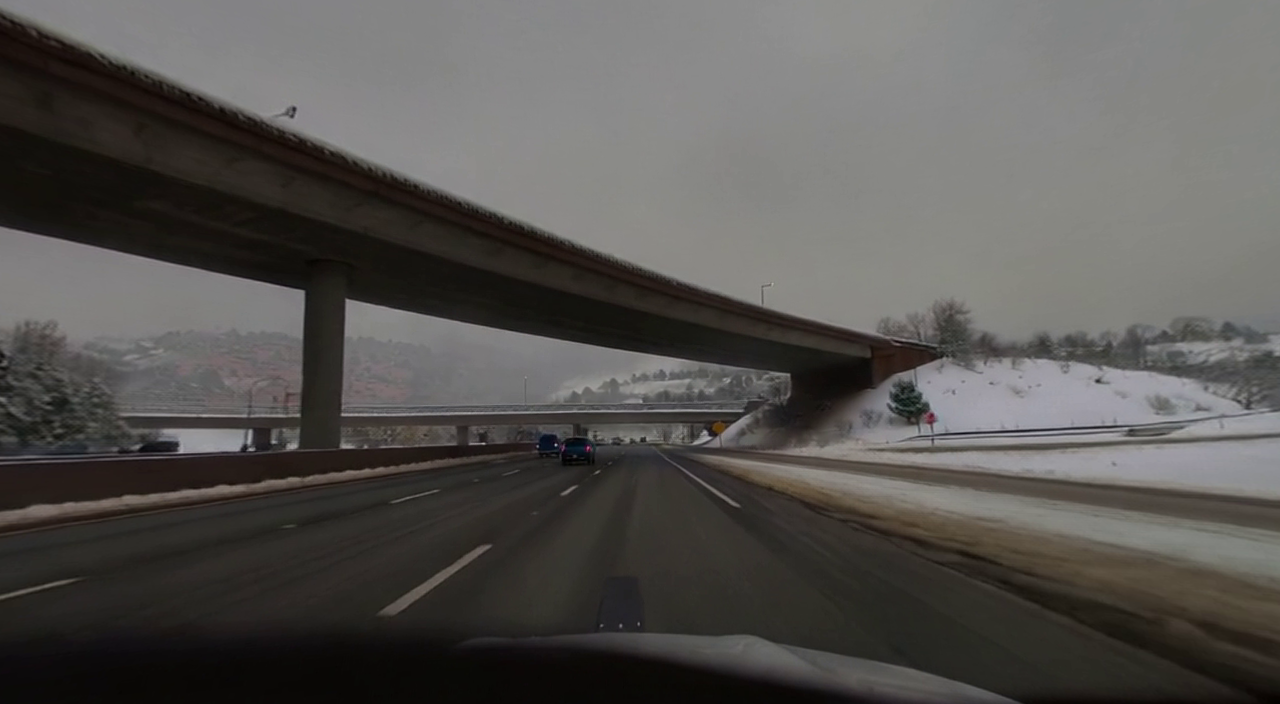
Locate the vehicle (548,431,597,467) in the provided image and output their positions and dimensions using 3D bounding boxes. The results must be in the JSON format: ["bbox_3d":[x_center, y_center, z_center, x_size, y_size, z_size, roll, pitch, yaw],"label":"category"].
[{"bbox_3d":[-3.696,5.465,35.579,2.144,1.847,4.850,-1,-8,1],"label":"vehicle"}]

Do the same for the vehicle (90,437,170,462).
[{"bbox_3d":[-34.144,6.525,42.302,1.753,1.537,4.193,-1,-8,2],"label":"vehicle"}]
